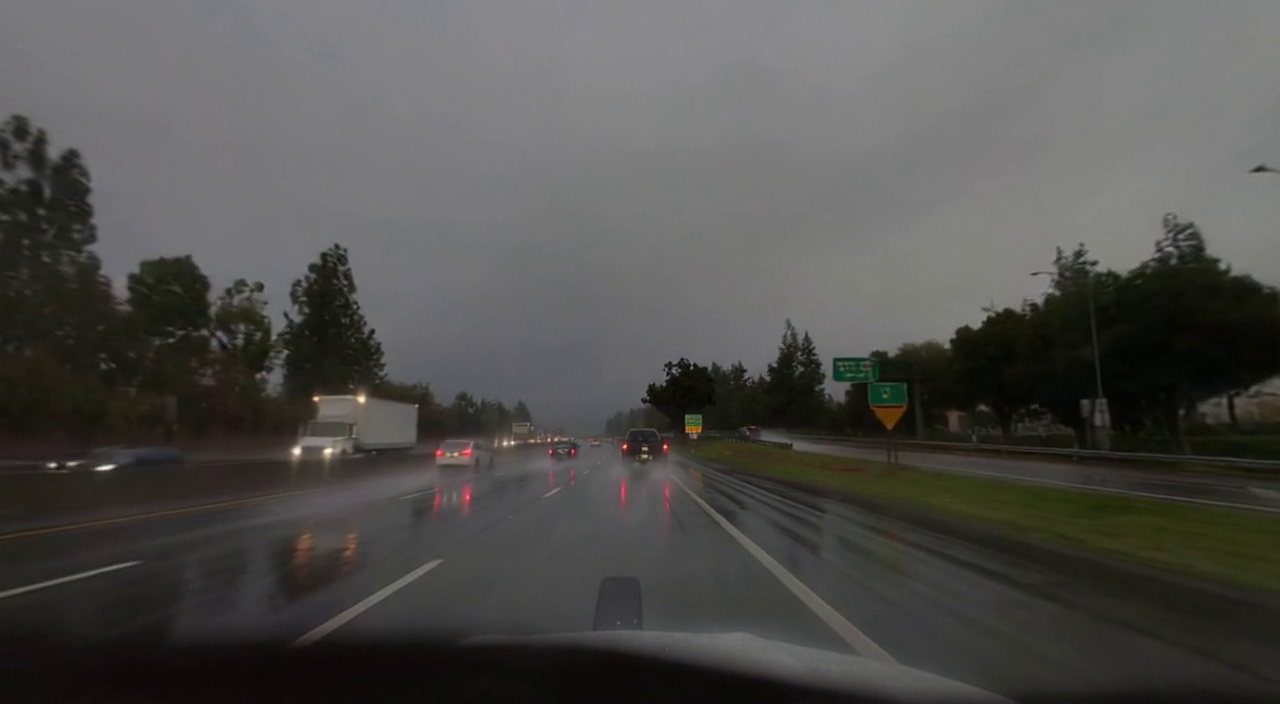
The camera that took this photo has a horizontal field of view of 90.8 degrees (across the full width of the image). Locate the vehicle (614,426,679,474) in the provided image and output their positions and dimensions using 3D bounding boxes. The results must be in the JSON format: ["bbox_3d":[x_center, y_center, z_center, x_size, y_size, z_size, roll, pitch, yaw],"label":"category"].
[{"bbox_3d":[0.184,3.963,25.621,2.378,1.750,4.355,0,-8,-1],"label":"vehicle"}]

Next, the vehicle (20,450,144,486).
[{"bbox_3d":[-25.069,5.191,28.607,1.873,1.435,4.122,0,-8,0],"label":"vehicle"}]

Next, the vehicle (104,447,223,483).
[{"bbox_3d":[-21.180,4.994,28.359,1.839,1.455,4.501,0,-8,0],"label":"vehicle"}]

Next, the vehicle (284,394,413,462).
[{"bbox_3d":[-18.099,5.016,40.490,3.029,3.729,11.072,0,-8,-1],"label":"vehicle"}]

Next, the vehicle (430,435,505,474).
[{"bbox_3d":[-7.890,4.731,29.435,2.195,1.652,4.733,0,-8,0],"label":"vehicle"}]

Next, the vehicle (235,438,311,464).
[{"bbox_3d":[-25.401,6.872,43.997,1.861,1.717,5.766,0,-8,-1],"label":"vehicle"}]

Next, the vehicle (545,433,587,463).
[{"bbox_3d":[-4.393,5.792,38.261,2.044,1.717,4.421,0,-8,0],"label":"vehicle"}]
